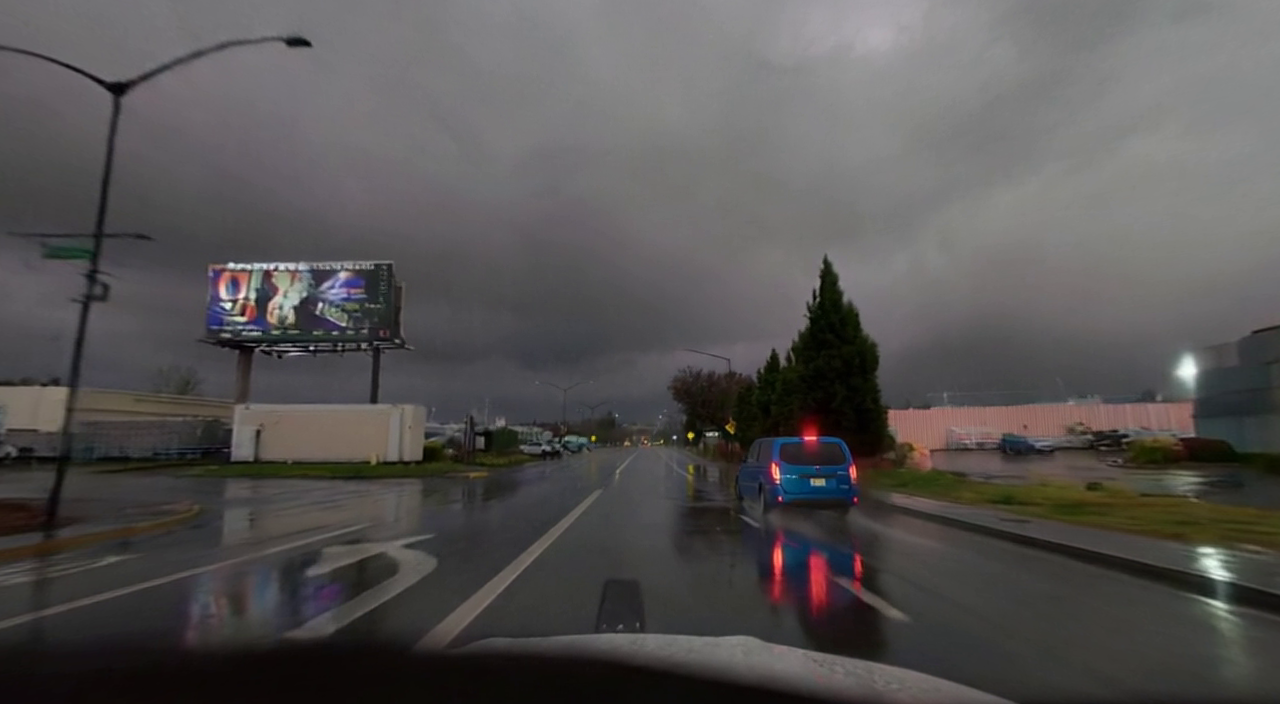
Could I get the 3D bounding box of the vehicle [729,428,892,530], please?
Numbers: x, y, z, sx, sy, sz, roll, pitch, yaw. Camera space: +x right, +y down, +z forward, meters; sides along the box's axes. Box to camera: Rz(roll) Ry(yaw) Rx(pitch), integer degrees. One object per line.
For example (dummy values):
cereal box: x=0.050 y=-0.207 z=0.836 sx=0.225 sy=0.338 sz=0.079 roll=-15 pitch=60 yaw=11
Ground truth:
vehicle: x=3.419 y=2.663 z=13.856 sx=2.202 sy=1.822 sz=4.826 roll=0 pitch=-9 yaw=0

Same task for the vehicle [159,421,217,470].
vehicle: x=-33.926 y=6.970 z=47.142 sx=2.841 sy=3.355 sz=7.180 roll=7 pitch=-11 yaw=-38

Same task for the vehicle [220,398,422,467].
vehicle: x=-19.709 y=5.073 z=39.538 sx=10.797 sy=4.039 sz=3.044 roll=0 pitch=-9 yaw=-1

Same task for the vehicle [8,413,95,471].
vehicle: x=-39.817 y=6.174 z=42.881 sx=3.287 sy=3.586 sz=7.296 roll=7 pitch=-11 yaw=-37
